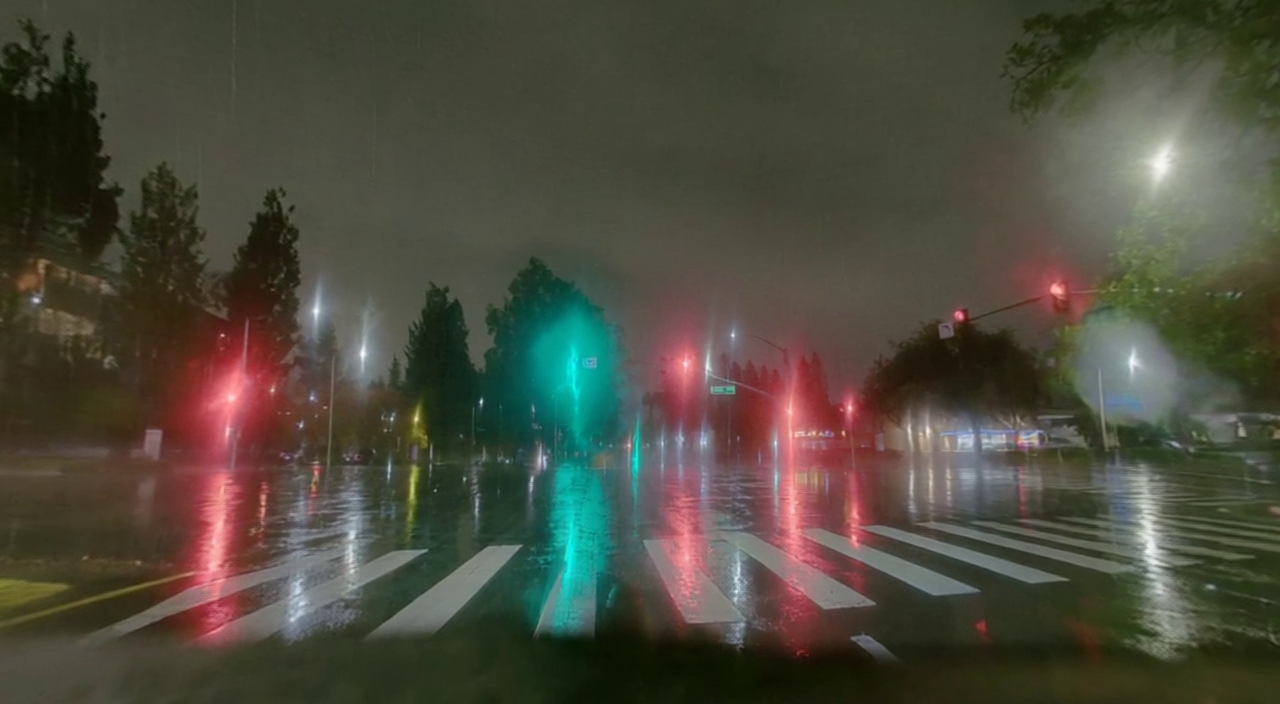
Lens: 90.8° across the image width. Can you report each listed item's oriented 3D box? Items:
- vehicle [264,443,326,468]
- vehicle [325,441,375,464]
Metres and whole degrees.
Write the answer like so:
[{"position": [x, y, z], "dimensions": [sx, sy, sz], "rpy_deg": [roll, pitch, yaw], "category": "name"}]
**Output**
[{"position": [-21.846, 6.554, 40.151], "dimensions": [2.005, 1.496, 4.020], "rpy_deg": [1, -9, -7], "category": "vehicle"}, {"position": [-22.472, 7.792, 49.121], "dimensions": [2.023, 1.706, 4.756], "rpy_deg": [1, -9, -6], "category": "vehicle"}]
